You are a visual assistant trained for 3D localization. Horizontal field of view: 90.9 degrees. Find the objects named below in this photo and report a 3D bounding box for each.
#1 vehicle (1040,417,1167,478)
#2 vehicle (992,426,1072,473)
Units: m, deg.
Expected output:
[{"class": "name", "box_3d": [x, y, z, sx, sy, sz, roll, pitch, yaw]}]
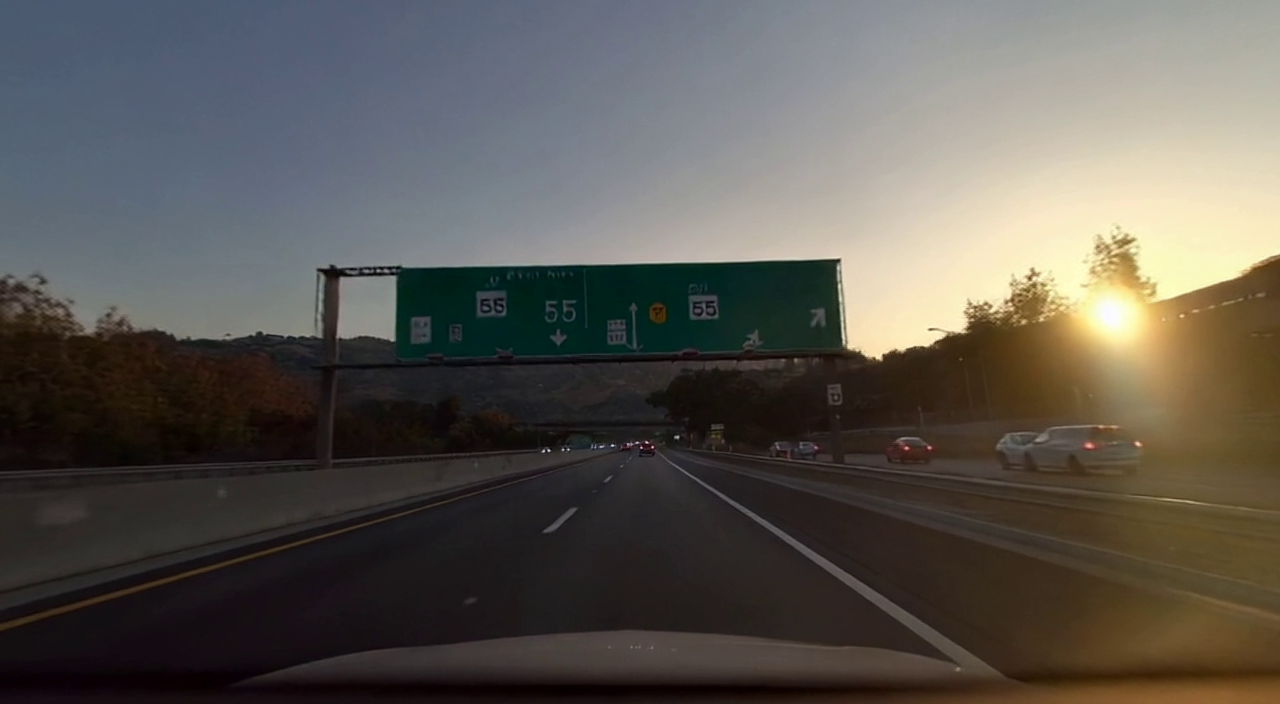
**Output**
[{"class": "vehicle", "box_3d": [28.562, 5.931, 39.303, 3.011, 3.466, 6.286, 0, -8, 1]}, {"class": "vehicle", "box_3d": [28.780, 7.175, 46.539, 2.644, 3.246, 4.908, 0, -8, 1]}]
